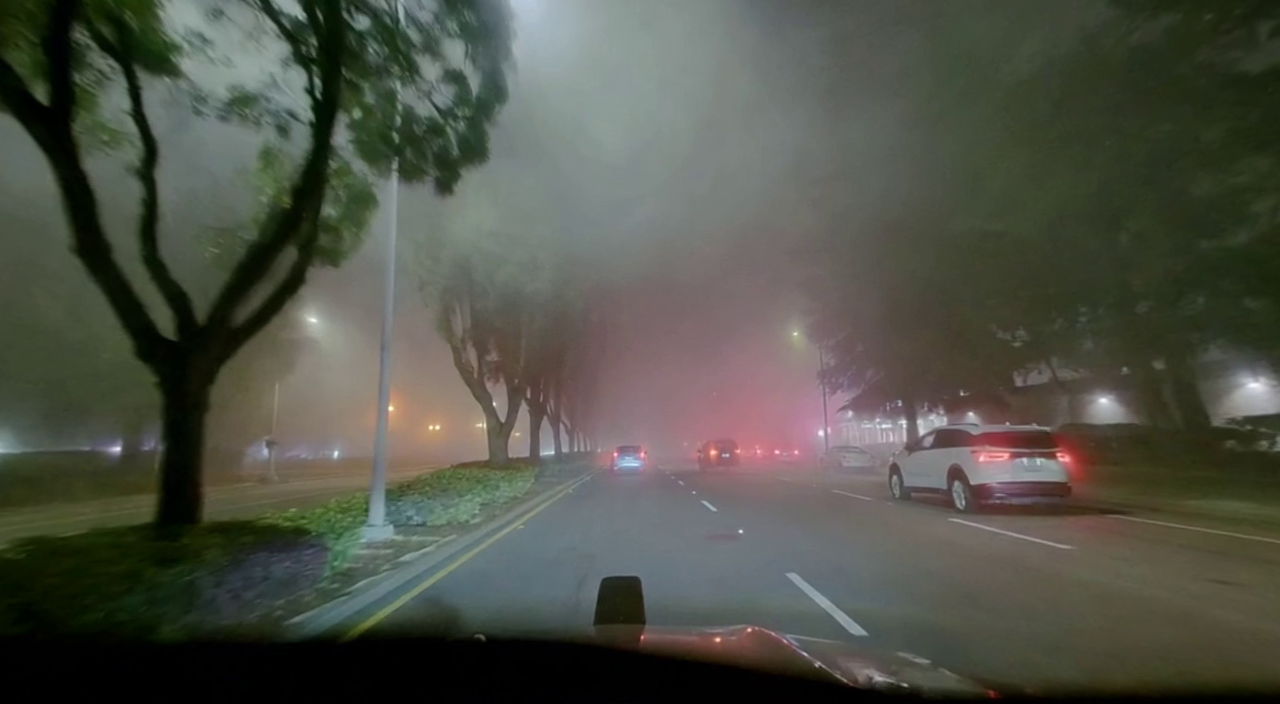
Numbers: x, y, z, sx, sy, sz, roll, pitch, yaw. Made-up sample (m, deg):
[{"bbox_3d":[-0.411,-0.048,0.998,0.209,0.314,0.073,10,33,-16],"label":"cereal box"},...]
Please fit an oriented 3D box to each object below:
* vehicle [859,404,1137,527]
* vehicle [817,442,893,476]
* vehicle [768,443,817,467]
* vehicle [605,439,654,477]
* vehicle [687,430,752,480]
[{"bbox_3d":[6.653,2.213,12.870,2.240,1.923,5.678,0,-8,-1],"label":"vehicle"},{"bbox_3d":[10.136,5.044,30.146,1.970,1.470,4.602,0,-8,0],"label":"vehicle"},{"bbox_3d":[10.096,6.836,42.183,2.021,1.481,4.746,0,-8,0],"label":"vehicle"},{"bbox_3d":[-0.463,4.708,28.265,2.037,1.568,3.693,0,-8,-1],"label":"vehicle"},{"bbox_3d":[3.125,4.167,25.838,1.955,1.845,4.538,0,-8,-1],"label":"vehicle"}]
